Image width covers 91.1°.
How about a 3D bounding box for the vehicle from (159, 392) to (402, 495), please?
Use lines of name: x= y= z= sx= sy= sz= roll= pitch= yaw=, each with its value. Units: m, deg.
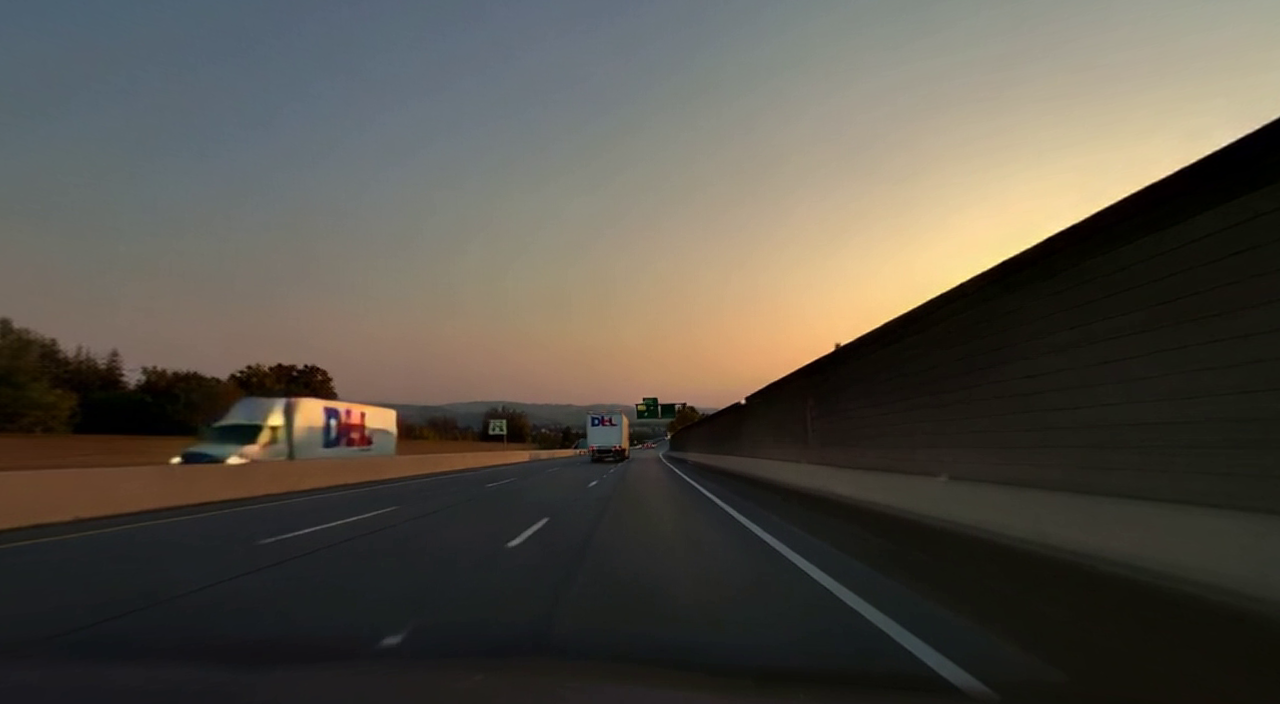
vehicle: x=-17.567 y=4.684 z=33.624 sx=3.102 sy=4.025 sz=16.974 roll=1 pitch=-7 yaw=0
